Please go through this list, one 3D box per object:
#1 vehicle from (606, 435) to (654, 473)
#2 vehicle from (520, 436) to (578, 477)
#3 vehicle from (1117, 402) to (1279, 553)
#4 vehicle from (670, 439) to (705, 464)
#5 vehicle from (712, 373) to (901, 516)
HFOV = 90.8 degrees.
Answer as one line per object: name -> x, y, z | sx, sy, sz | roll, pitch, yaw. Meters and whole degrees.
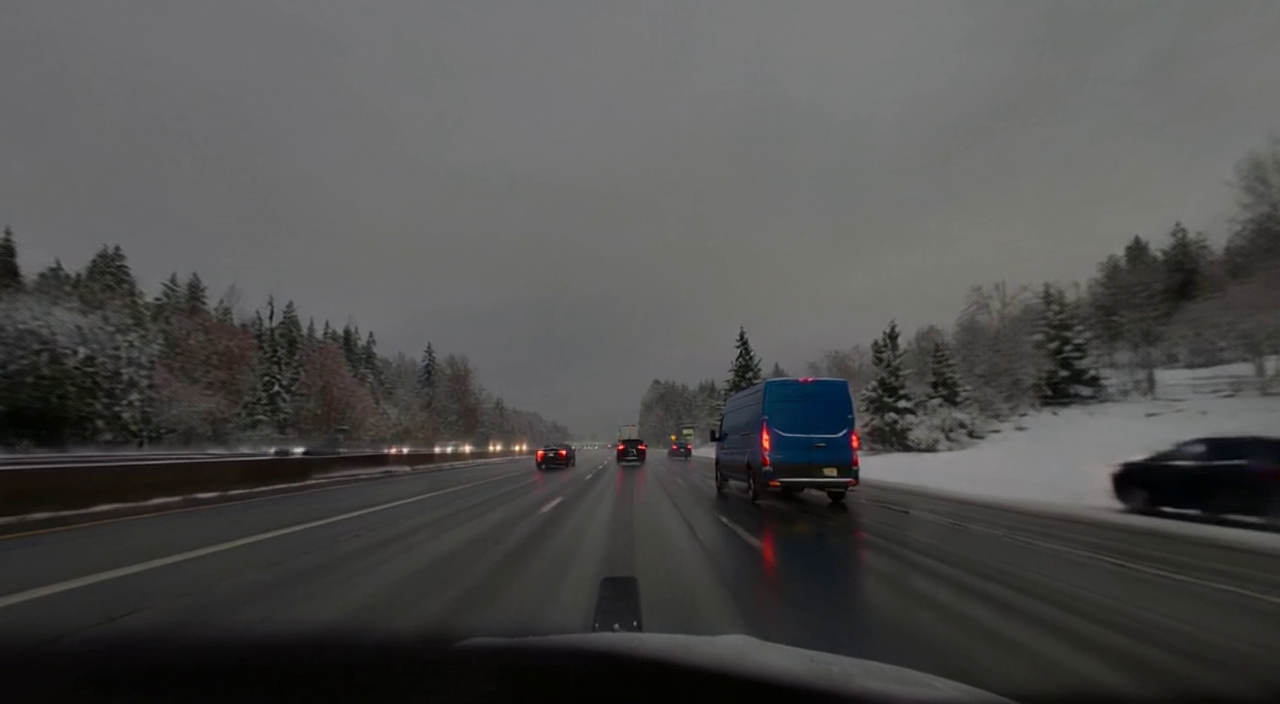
vehicle -> -0.511, 5.248, 32.732 | 2.297, 1.783, 4.355 | 0, -8, -1
vehicle -> -4.118, 4.793, 29.260 | 2.023, 1.709, 4.263 | 0, -8, 0
vehicle -> 9.643, 1.675, 8.474 | 2.344, 1.967, 5.275 | 0, -8, 0
vehicle -> 3.526, 7.433, 47.424 | 2.160, 1.759, 4.214 | 0, -8, -1
vehicle -> 3.537, 2.216, 15.322 | 2.631, 2.709, 6.496 | 0, -8, -2
